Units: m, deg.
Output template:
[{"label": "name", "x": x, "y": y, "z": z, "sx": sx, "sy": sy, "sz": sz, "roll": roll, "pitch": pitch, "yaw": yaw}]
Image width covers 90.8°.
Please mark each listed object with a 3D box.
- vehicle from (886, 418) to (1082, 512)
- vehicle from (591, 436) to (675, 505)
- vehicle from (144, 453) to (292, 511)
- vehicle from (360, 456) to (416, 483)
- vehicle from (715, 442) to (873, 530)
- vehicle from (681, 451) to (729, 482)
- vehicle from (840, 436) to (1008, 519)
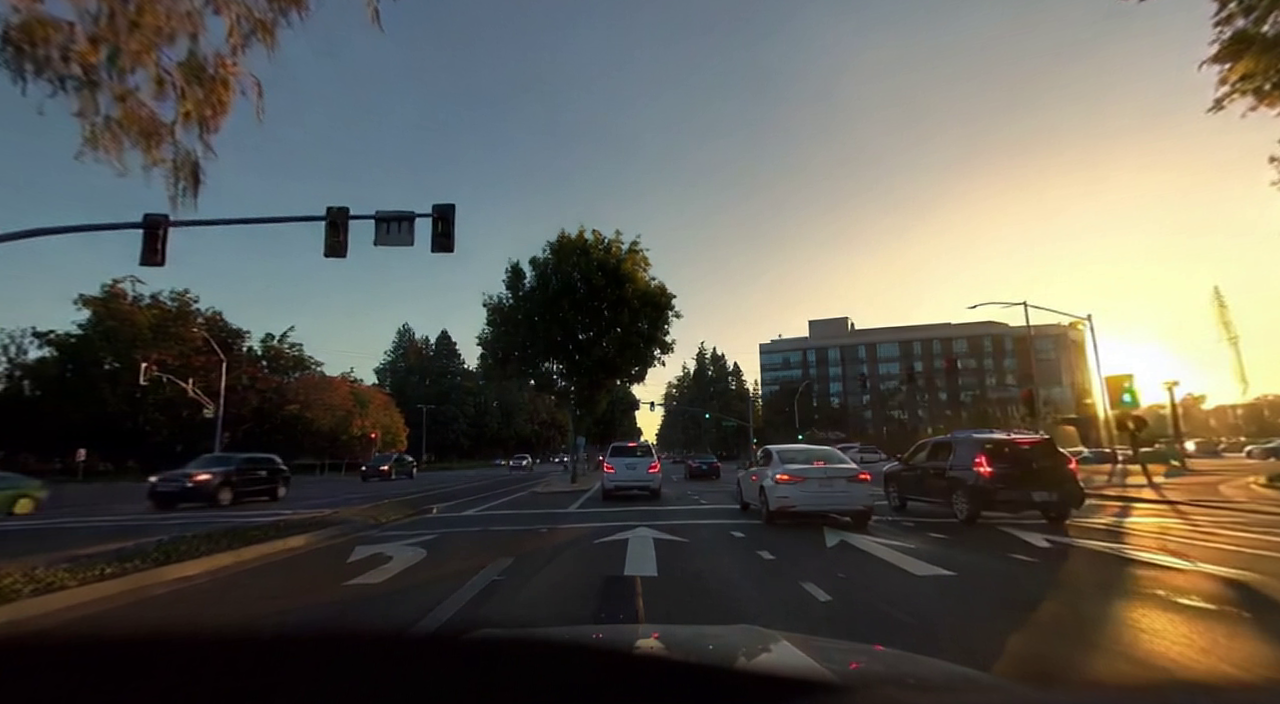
[{"label": "vehicle", "x": 9.556, "y": 3.191, "z": 18.302, "sx": 2.683, "sy": 2.319, "sz": 5.058, "roll": 0, "pitch": -9, "yaw": -1}, {"label": "vehicle", "x": -0.207, "y": 3.502, "z": 19.136, "sx": 2.236, "sy": 1.827, "sz": 4.316, "roll": 0, "pitch": -9, "yaw": -1}, {"label": "vehicle", "x": -14.178, "y": 4.348, "z": 21.634, "sx": 1.961, "sy": 1.693, "sz": 4.557, "roll": 0, "pitch": -9, "yaw": -1}, {"label": "vehicle", "x": -17.376, "y": 8.086, "z": 43.857, "sx": 1.962, "sy": 1.672, "sz": 4.514, "roll": 0, "pitch": -9, "yaw": 0}, {"label": "vehicle", "x": 3.044, "y": 2.757, "z": 13.728, "sx": 2.034, "sy": 1.558, "sz": 4.774, "roll": 0, "pitch": -9, "yaw": -2}, {"label": "vehicle", "x": 3.361, "y": 6.009, "z": 33.492, "sx": 2.004, "sy": 1.523, "sz": 4.263, "roll": 0, "pitch": -9, "yaw": -1}, {"label": "vehicle", "x": 6.657, "y": 2.961, "z": 15.471, "sx": 1.987, "sy": 1.730, "sz": 4.373, "roll": 0, "pitch": -9, "yaw": -1}]
